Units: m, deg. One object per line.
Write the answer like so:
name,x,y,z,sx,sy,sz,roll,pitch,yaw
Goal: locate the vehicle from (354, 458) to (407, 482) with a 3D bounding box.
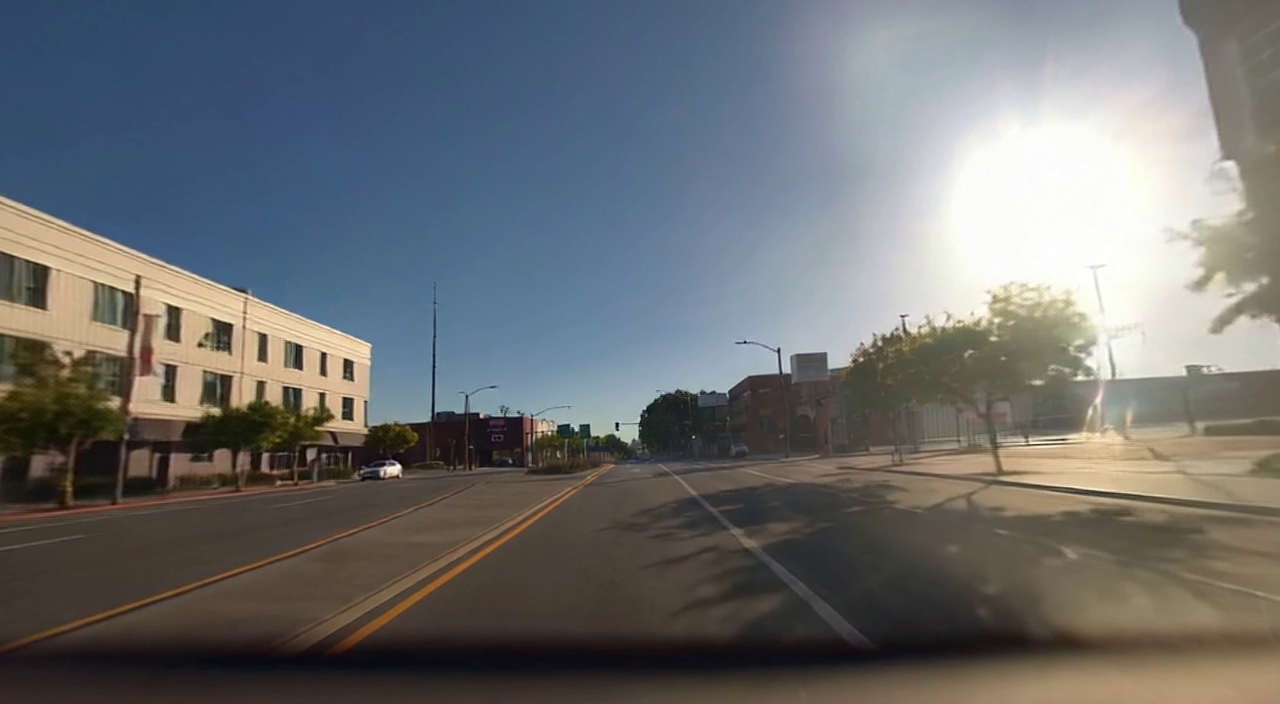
vehicle,-19.059,8.661,46.616,2.010,1.504,4.820,-5,-10,-2
